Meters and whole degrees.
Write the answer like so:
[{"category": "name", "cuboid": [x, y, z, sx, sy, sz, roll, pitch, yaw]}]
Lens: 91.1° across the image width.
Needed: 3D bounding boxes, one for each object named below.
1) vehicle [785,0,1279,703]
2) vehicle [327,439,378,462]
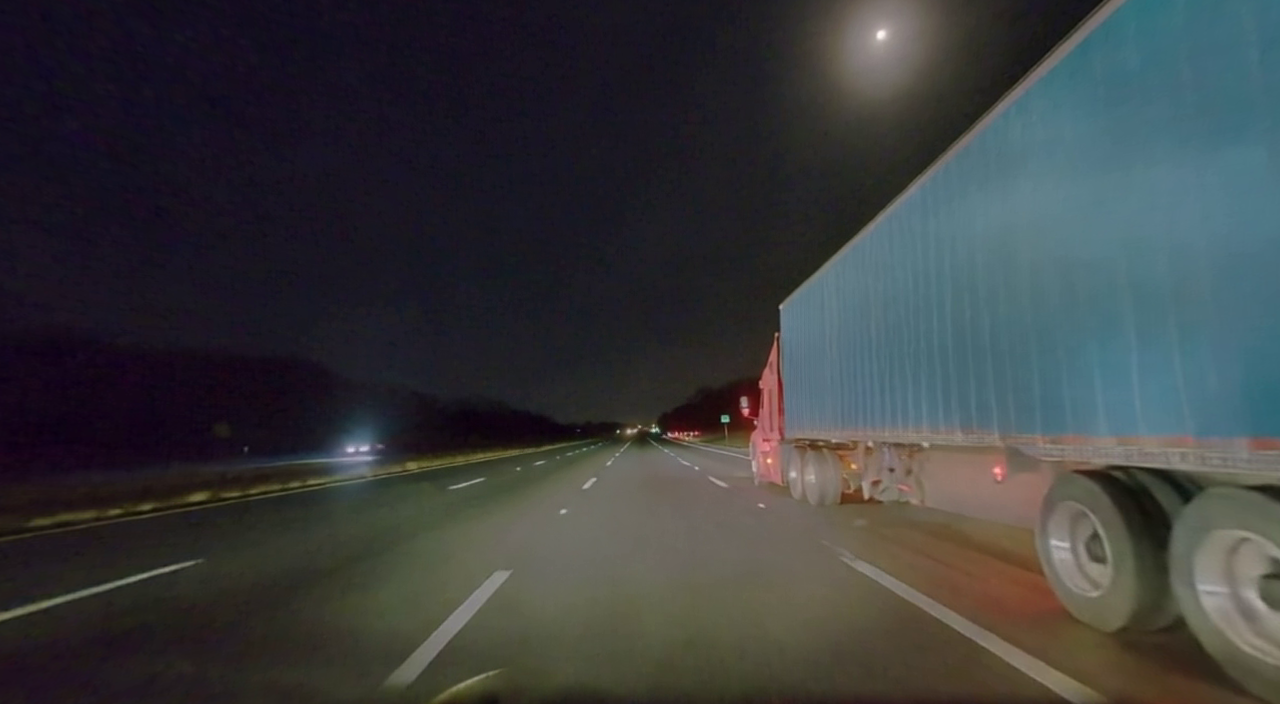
[{"category": "vehicle", "cuboid": [4.131, 0.000, 4.068, 3.446, 3.698, 12.089, 0, -8, 0]}, {"category": "vehicle", "cuboid": [-22.235, 7.615, 48.806, 1.873, 1.631, 4.312, -1, -8, 0]}]
